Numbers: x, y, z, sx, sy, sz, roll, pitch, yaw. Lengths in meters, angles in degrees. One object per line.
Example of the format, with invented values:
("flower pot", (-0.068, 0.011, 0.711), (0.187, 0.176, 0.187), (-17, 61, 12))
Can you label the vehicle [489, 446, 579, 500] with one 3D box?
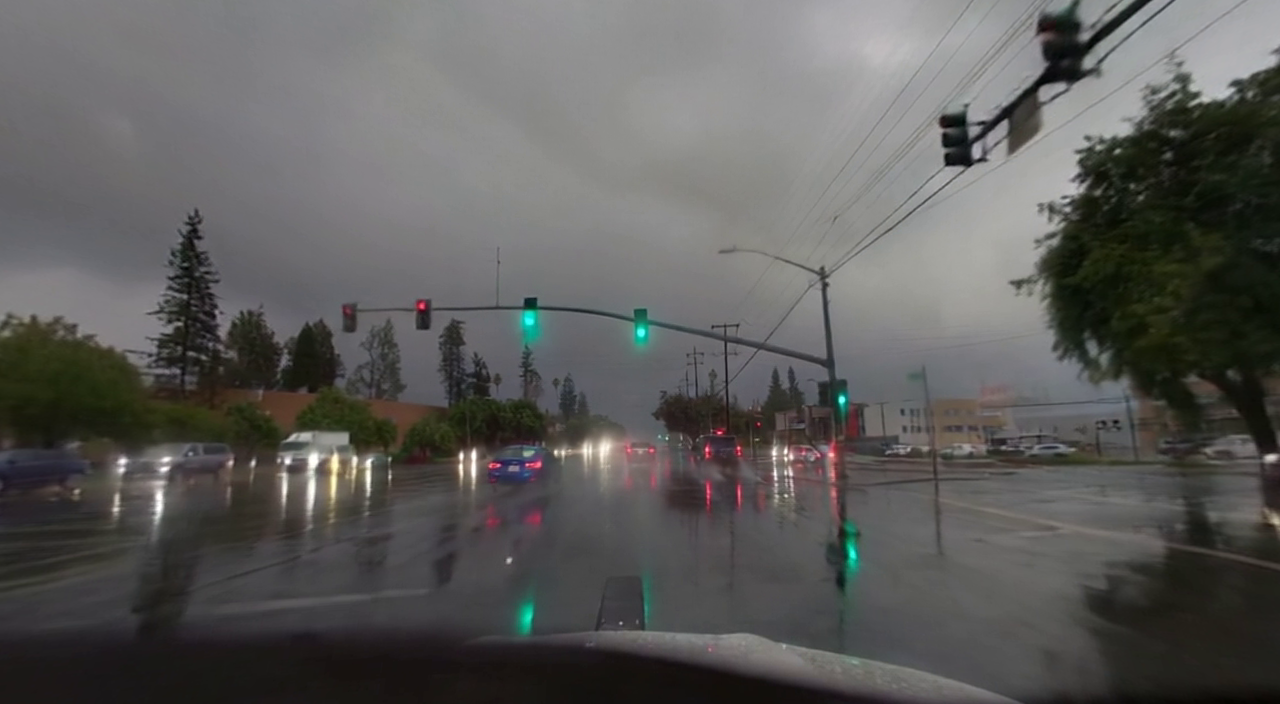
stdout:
("vehicle", (-3.201, 3.736, 20.009), (1.939, 1.494, 4.499), (0, -9, 2))

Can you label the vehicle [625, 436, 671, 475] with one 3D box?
("vehicle", (0.508, 6.293, 38.636), (2.643, 2.145, 5.585), (0, -9, 1))

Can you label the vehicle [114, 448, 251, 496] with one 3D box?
("vehicle", (-18.058, 4.714, 25.279), (1.958, 1.683, 4.559), (0, -9, 2))

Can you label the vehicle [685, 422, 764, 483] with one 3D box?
("vehicle", (3.956, 4.925, 31.224), (2.905, 2.636, 6.895), (0, -9, 0))

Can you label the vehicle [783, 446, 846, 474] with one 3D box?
("vehicle", (10.835, 6.735, 39.556), (2.010, 1.633, 4.246), (2, -9, -13))

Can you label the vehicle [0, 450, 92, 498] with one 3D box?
("vehicle", (-24.550, 4.743, 24.444), (2.224, 1.759, 4.994), (-4, -9, 0))

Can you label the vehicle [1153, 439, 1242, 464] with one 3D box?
("vehicle", (34.615, 6.181, 39.347), (1.658, 1.506, 3.747), (2, -9, -12))

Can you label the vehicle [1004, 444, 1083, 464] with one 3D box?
("vehicle", (30.788, 7.749, 48.329), (1.868, 1.447, 4.690), (5, -10, -28))

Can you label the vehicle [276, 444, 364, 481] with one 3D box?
("vehicle", (-17.517, 6.038, 34.928), (2.000, 1.894, 5.301), (0, -9, 1))

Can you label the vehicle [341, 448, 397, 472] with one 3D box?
("vehicle", (-20.553, 8.216, 48.161), (2.129, 1.668, 4.614), (-1, -9, 1))
